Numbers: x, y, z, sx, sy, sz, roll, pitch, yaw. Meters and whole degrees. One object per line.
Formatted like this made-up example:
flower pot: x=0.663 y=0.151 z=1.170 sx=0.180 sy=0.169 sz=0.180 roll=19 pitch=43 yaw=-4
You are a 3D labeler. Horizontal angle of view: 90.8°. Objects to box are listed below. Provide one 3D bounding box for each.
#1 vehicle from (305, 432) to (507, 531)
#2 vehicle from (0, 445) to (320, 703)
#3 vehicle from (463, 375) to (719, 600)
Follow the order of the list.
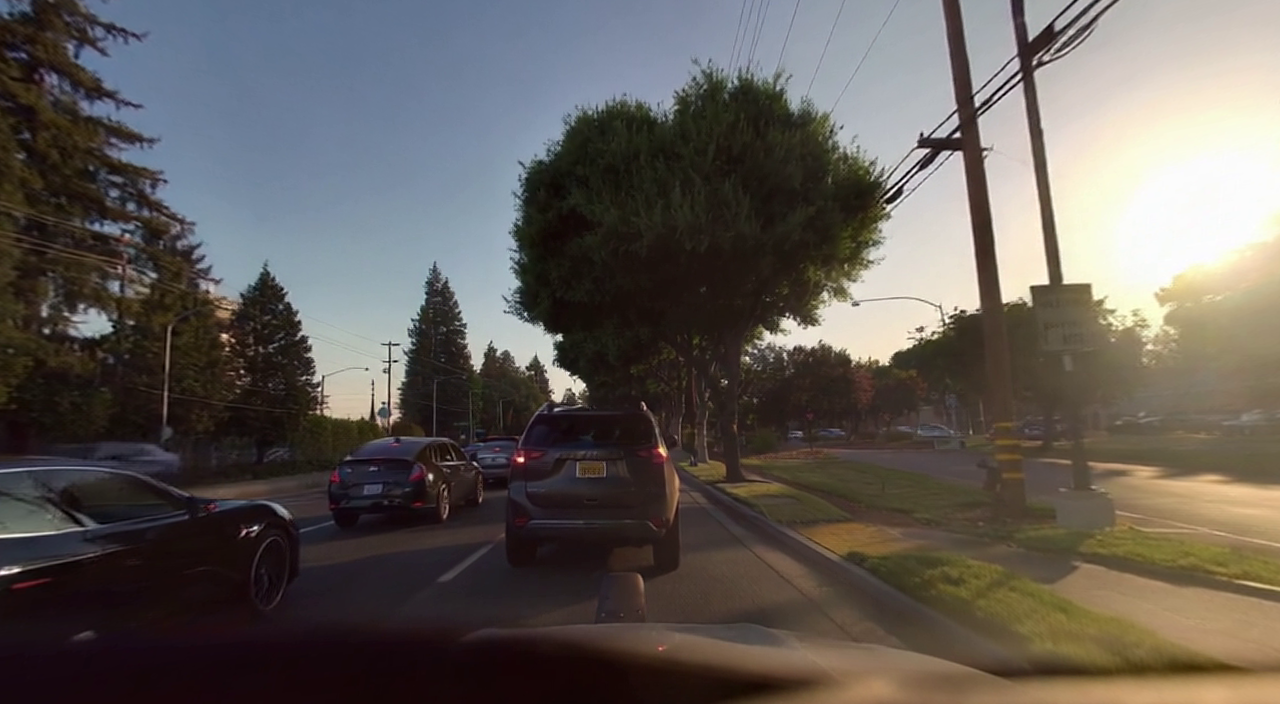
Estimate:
vehicle: x=-4.053 y=2.311 z=11.929 sx=2.087 sy=1.485 sz=4.452 roll=0 pitch=-8 yaw=0
vehicle: x=-3.745 y=1.140 z=3.230 sx=1.865 sy=1.314 sz=4.461 roll=0 pitch=-8 yaw=0
vehicle: x=-0.384 y=1.353 z=7.020 sx=2.012 sy=1.769 sz=3.897 roll=0 pitch=-8 yaw=0
